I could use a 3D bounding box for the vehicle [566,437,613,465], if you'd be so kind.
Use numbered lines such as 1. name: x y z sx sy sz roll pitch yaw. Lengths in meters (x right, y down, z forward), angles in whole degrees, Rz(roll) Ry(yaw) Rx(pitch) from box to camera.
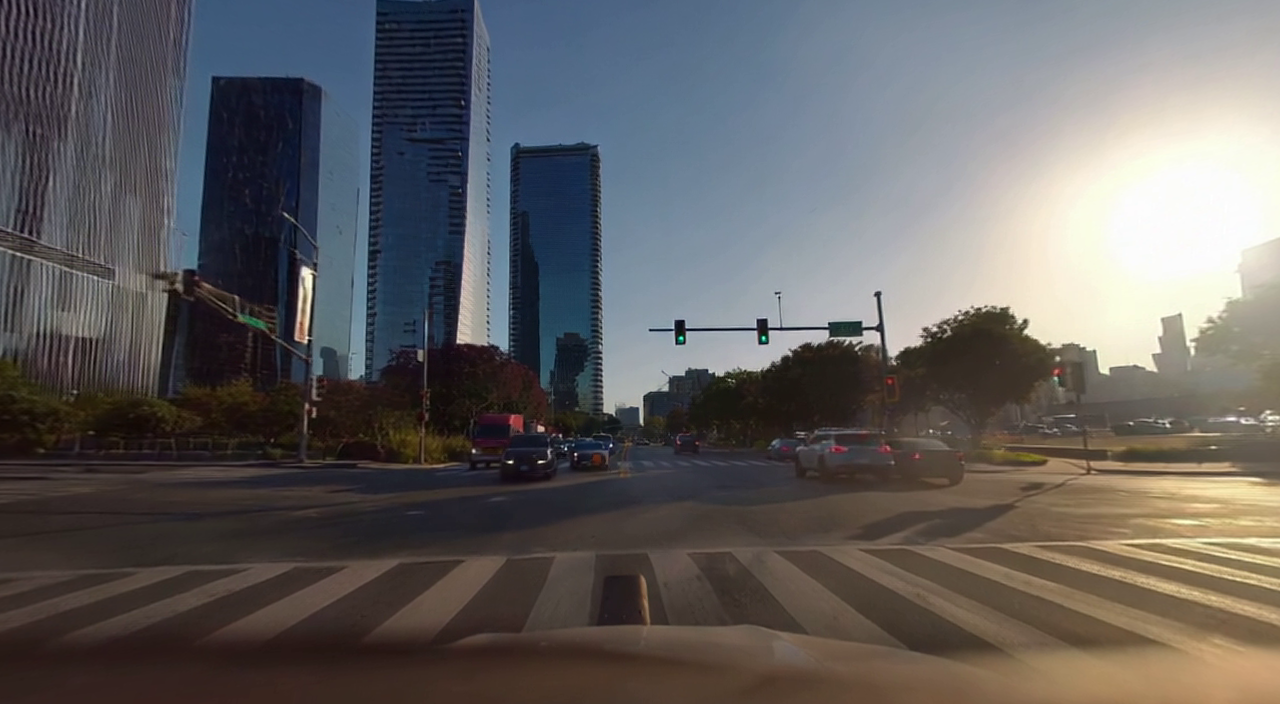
1. vehicle: -2.758 5.592 35.569 2.147 1.481 4.331 0 -9 2

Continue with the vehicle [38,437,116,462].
1. vehicle: -35.501 6.160 39.682 1.628 1.448 3.621 1 -9 -2

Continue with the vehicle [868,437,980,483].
1. vehicle: 9.959 3.822 22.433 1.896 1.463 4.296 0 -9 -1

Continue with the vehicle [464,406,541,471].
1. vehicle: -9.173 5.728 43.019 3.191 3.314 7.914 -6 -2 0

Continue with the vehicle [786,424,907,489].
1. vehicle: 6.133 3.178 19.368 2.098 1.723 4.881 0 -9 0

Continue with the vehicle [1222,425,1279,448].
1. vehicle: 45.657 6.163 45.701 4.438 1.644 1.873 0 -8 3

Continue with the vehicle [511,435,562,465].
1. vehicle: -6.051 5.794 37.295 2.182 1.677 4.384 0 -9 1
